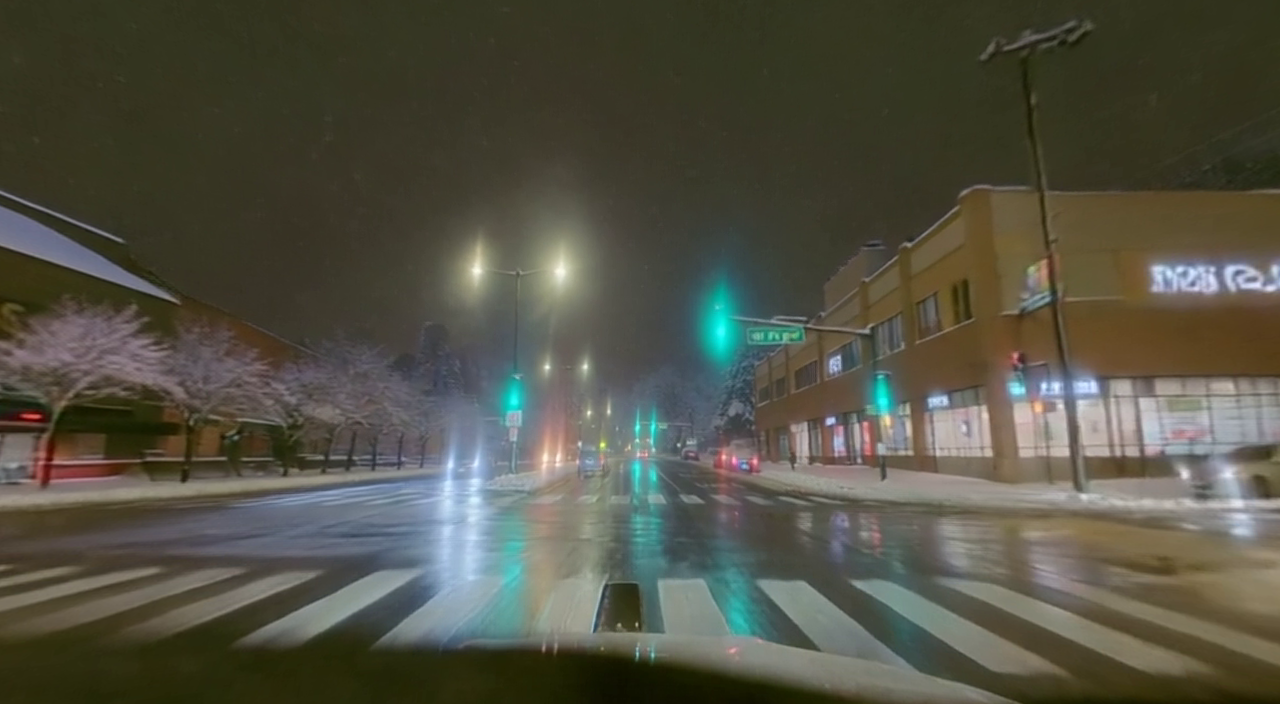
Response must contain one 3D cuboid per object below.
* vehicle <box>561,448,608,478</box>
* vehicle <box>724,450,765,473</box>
[{"bbox_3d":[-2.893,5.868,33.685,2.078,1.471,4.217,0,-9,0],"label":"vehicle"},{"bbox_3d":[7.209,7.557,43.781,1.968,1.493,4.878,0,-9,-1],"label":"vehicle"}]
